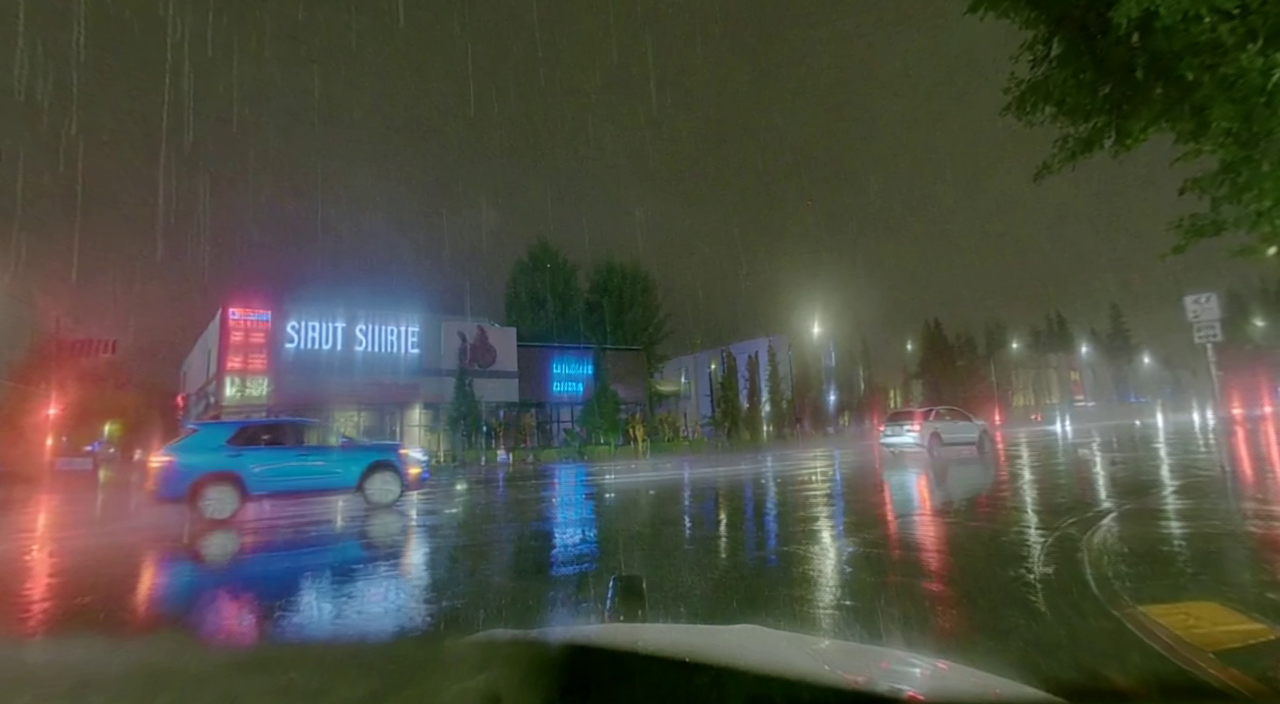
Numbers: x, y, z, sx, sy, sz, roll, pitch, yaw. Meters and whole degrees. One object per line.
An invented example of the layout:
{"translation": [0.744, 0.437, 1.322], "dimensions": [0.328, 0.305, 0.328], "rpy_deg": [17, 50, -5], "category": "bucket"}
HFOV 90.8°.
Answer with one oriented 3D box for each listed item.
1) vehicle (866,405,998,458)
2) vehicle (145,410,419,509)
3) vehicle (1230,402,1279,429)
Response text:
{"translation": [9.920, 2.742, 21.391], "dimensions": [4.377, 1.624, 1.953], "rpy_deg": [6, -10, -34], "category": "vehicle"}
{"translation": [-7.465, 2.255, 13.556], "dimensions": [4.689, 1.758, 2.146], "rpy_deg": [6, -10, -33], "category": "vehicle"}
{"translation": [43.855, 4.545, 44.658], "dimensions": [4.509, 1.691, 1.983], "rpy_deg": [6, -10, -34], "category": "vehicle"}
